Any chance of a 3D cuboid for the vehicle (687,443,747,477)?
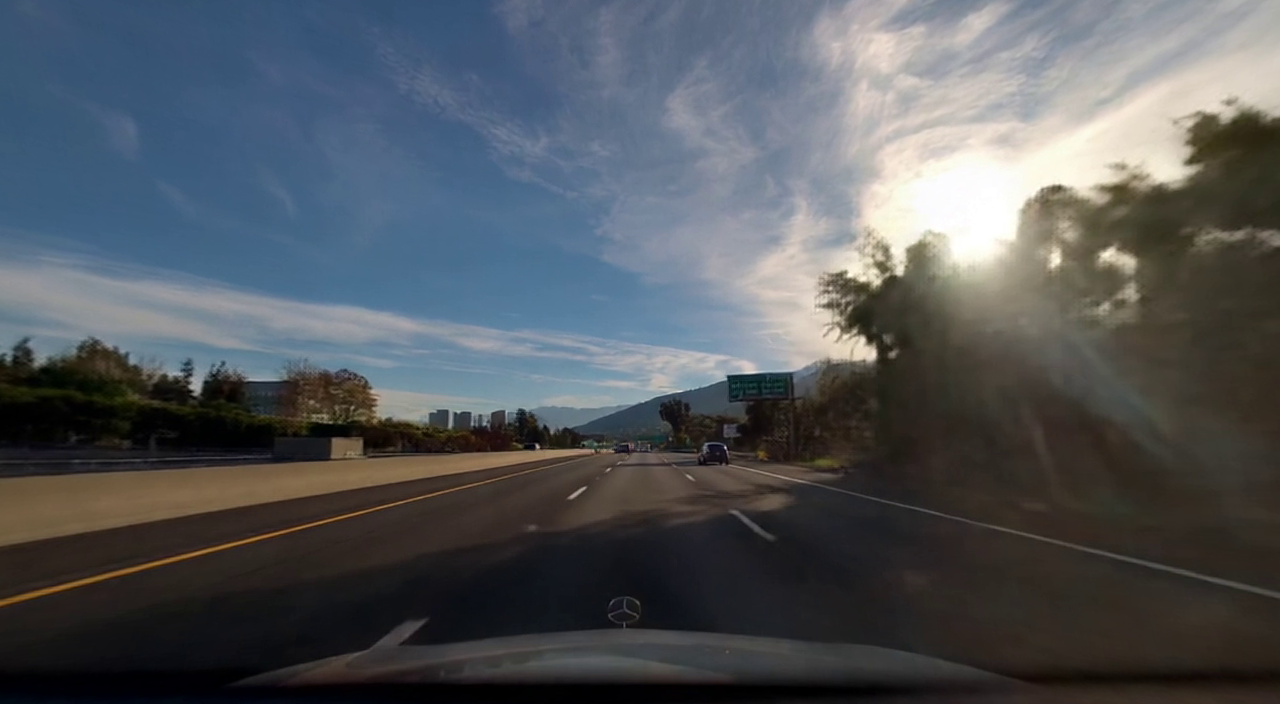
[{"bbox_3d":[3.563,5.057,29.969,2.193,1.462,4.533,0,-8,-1],"label":"vehicle"}]
